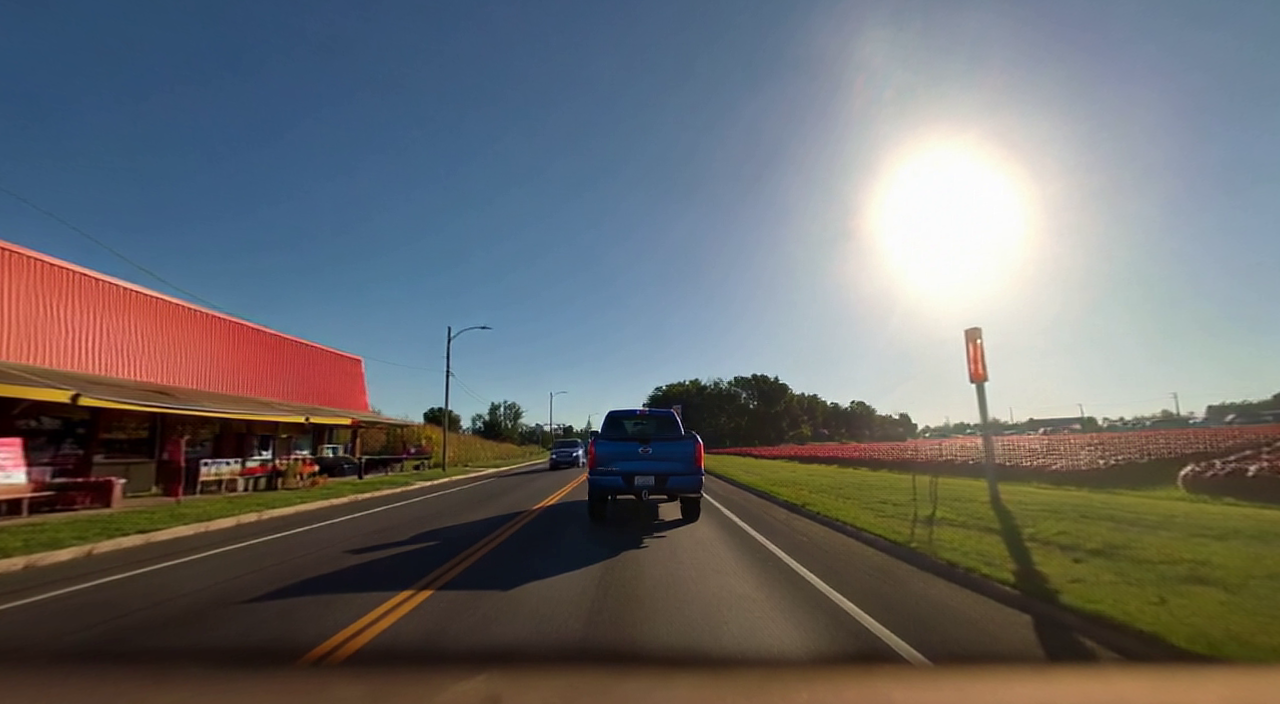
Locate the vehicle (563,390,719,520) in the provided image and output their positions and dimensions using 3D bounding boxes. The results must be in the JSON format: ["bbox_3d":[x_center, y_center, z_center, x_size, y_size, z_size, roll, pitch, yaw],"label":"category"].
[{"bbox_3d":[-0.056,2.212,13.946,2.693,2.223,5.885,0,-8,-2],"label":"vehicle"}]
